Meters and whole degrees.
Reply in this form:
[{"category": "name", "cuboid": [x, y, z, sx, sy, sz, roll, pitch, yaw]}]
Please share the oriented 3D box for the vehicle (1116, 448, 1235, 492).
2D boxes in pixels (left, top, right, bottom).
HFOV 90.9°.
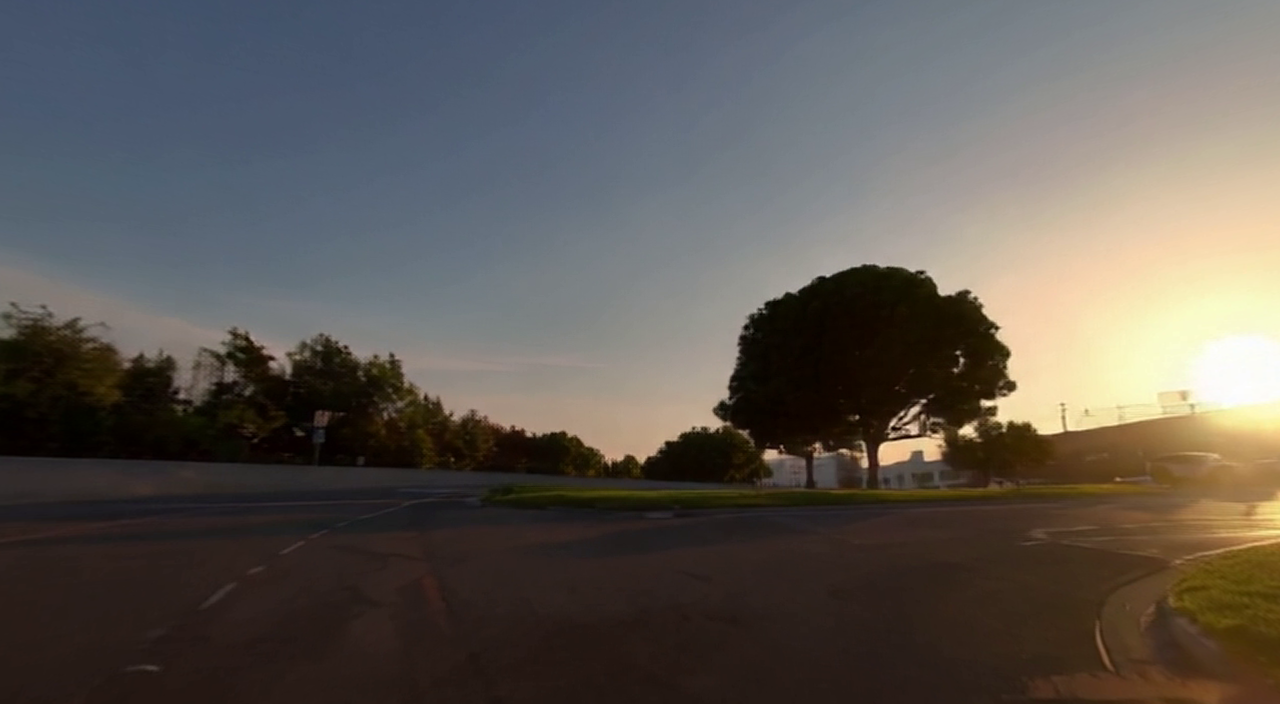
[{"category": "vehicle", "cuboid": [21.629, 4.838, 25.681, 1.944, 1.608, 3.715, -1, -12, 10]}]
